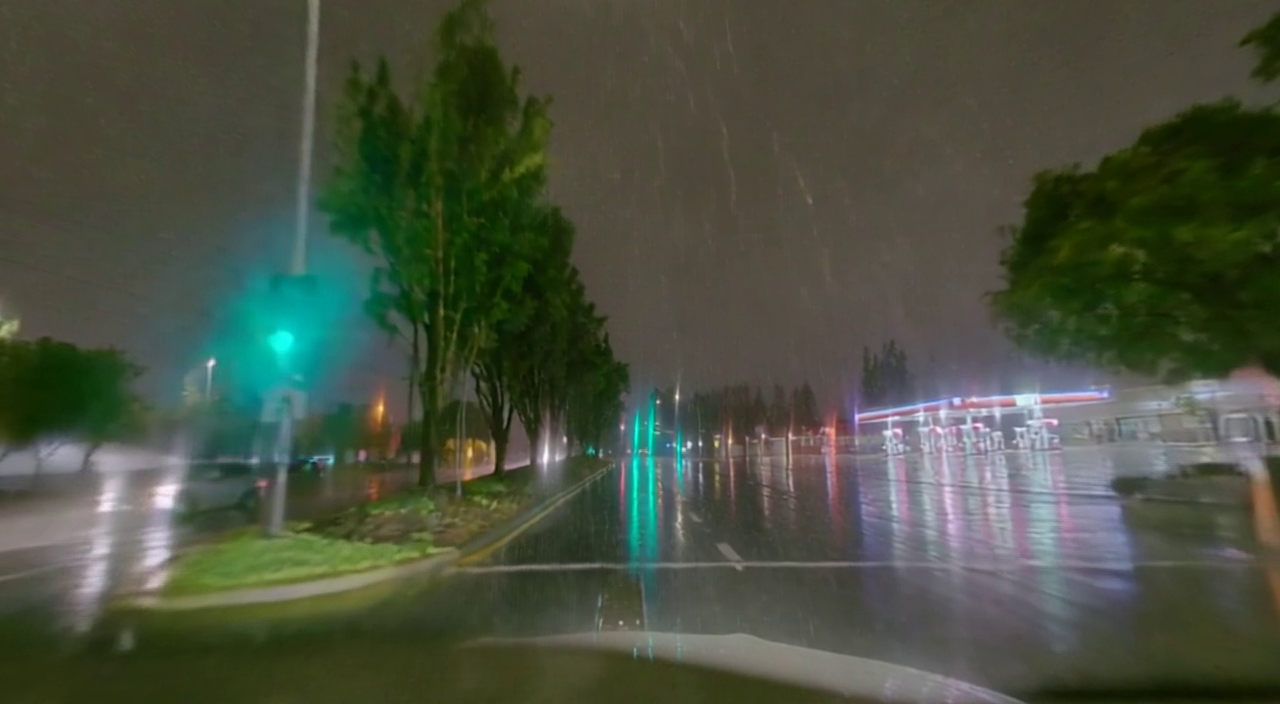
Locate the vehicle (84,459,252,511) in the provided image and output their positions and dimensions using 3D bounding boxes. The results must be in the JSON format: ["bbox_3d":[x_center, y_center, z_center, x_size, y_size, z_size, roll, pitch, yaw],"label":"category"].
[{"bbox_3d":[-15.886,4.465,21.709,1.971,1.492,4.878,0,-9,0],"label":"vehicle"}]

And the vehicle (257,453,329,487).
[{"bbox_3d":[-22.330,7.602,40.917,2.076,1.927,4.749,-2,-9,-2],"label":"vehicle"}]
